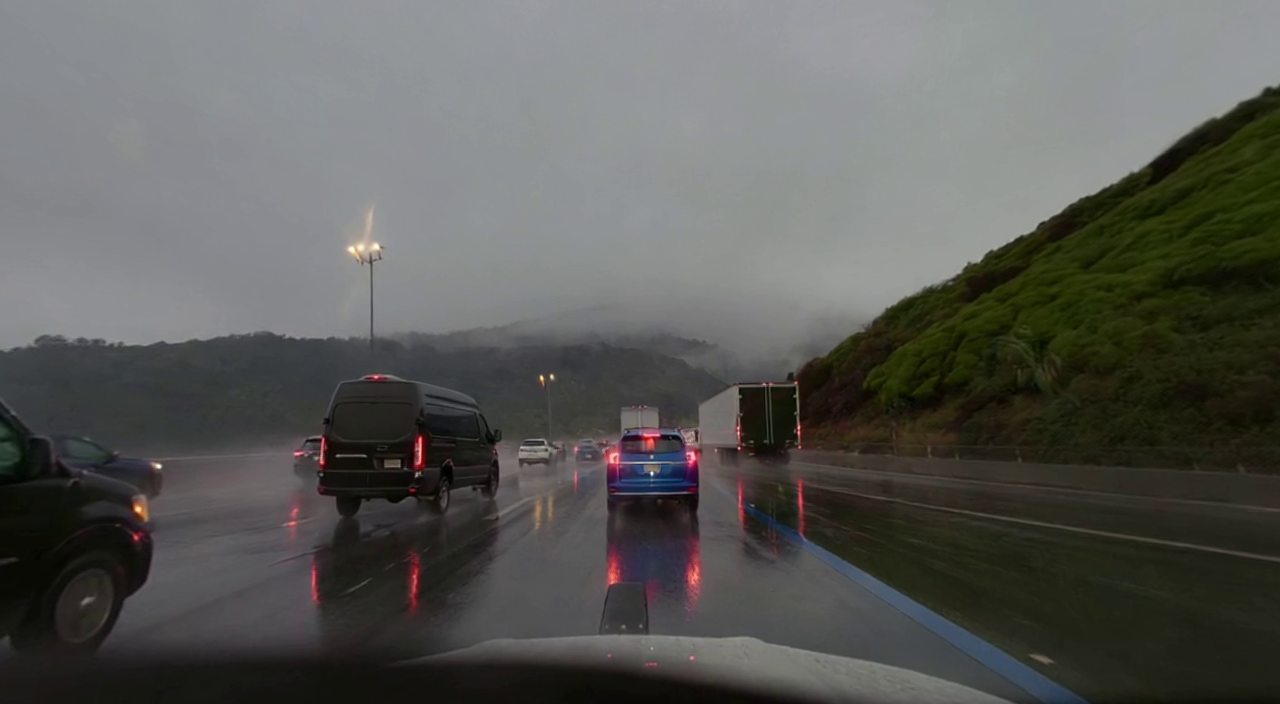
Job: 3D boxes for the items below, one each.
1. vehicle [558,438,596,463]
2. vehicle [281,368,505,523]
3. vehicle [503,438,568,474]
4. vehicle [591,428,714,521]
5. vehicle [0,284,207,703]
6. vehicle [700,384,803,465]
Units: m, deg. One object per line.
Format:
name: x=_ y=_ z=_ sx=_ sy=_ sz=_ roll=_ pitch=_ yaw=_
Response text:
vehicle: x=-3.977 y=6.342 z=40.630 sx=1.949 sy=1.475 sz=4.335 roll=0 pitch=-8 yaw=1
vehicle: x=-4.653 y=1.941 z=13.242 sx=2.300 sy=2.522 sz=5.701 roll=0 pitch=-8 yaw=1
vehicle: x=-4.504 y=4.539 z=27.786 sx=2.007 sy=1.457 sz=4.447 roll=-1 pitch=-8 yaw=1
vehicle: x=0.172 y=2.304 z=12.339 sx=2.003 sy=1.499 sz=3.930 roll=0 pitch=-8 yaw=-1
vehicle: x=-4.240 y=0.523 z=1.736 sx=2.195 sy=2.086 sz=5.445 roll=0 pitch=-8 yaw=0
vehicle: x=6.652 y=5.019 z=41.498 sx=2.989 sy=4.277 sz=16.586 roll=0 pitch=-8 yaw=-3
